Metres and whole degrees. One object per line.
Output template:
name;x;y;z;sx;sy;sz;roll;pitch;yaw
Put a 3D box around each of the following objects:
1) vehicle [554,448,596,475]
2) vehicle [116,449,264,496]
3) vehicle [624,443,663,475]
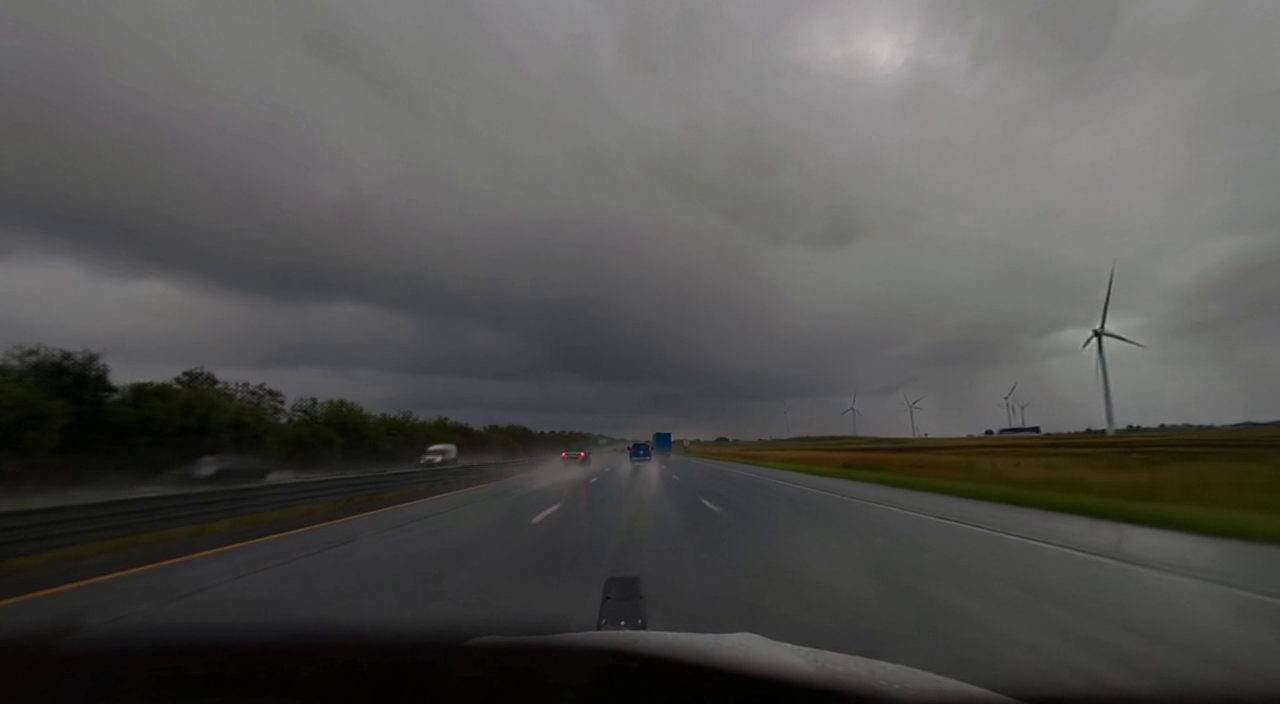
vehicle;-3.752;6.392;37.030;1.984;1.491;4.341;0;-9;1
vehicle;-18.745;5.017;26.720;2.110;1.747;5.663;0;-9;-1
vehicle;0.189;6.118;36.192;2.083;1.689;4.083;0;-9;0
